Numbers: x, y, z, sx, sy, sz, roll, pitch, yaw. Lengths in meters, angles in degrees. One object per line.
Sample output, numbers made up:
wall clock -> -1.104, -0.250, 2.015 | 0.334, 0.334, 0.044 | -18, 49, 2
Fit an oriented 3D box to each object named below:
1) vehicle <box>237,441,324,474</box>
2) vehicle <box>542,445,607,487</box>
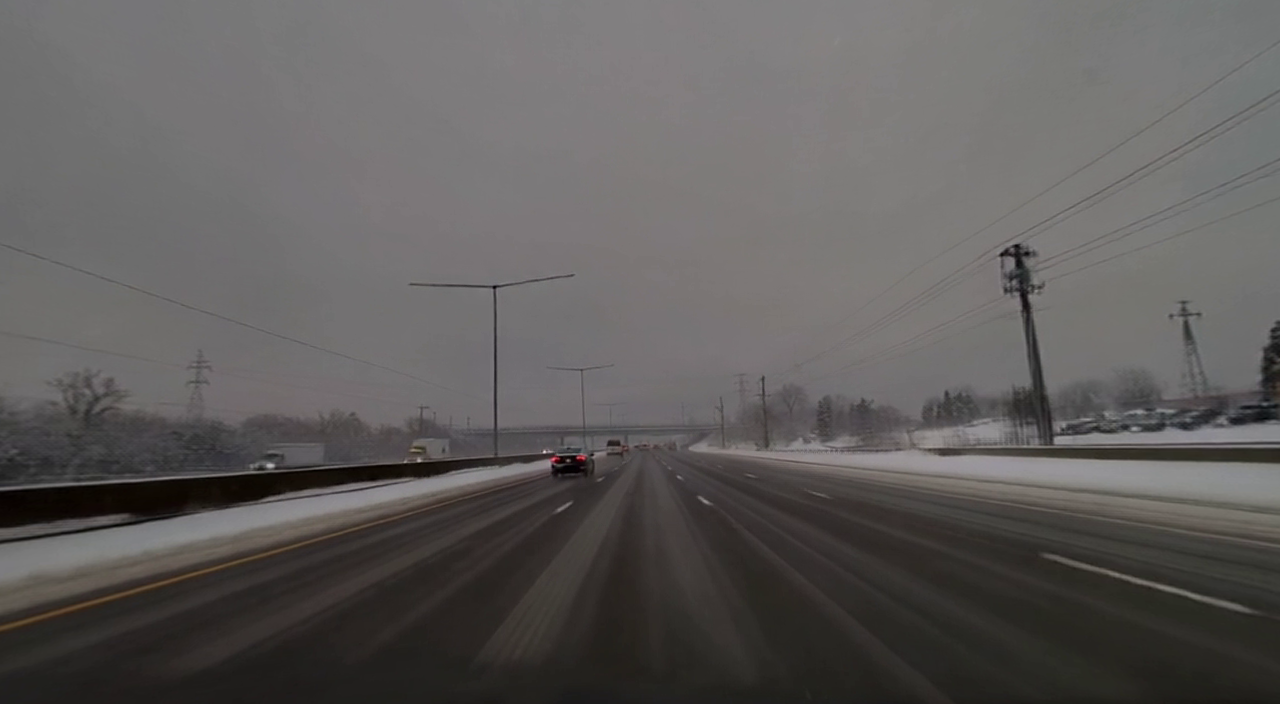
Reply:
vehicle -> -26.641, 7.837, 47.146 | 3.012, 2.300, 6.199 | 0, -9, -2
vehicle -> -2.396, 4.322, 24.175 | 1.891, 1.444, 3.968 | -1, -8, 3
